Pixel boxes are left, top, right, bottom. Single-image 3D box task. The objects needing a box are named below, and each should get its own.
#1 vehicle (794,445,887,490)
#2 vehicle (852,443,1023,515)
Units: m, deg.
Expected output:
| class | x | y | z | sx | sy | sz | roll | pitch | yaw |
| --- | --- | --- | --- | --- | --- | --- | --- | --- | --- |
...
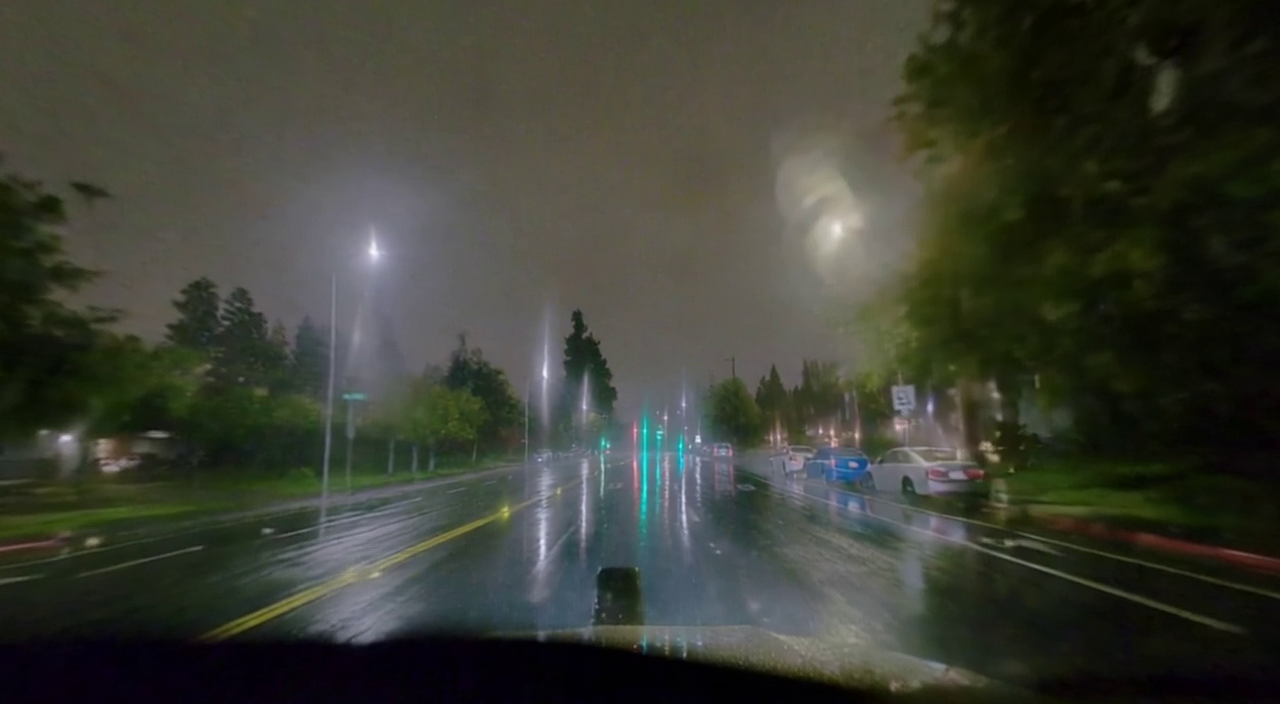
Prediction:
| class | x | y | z | sx | sy | sz | roll | pitch | yaw |
| --- | --- | --- | --- | --- | --- | --- | --- | --- | --- |
| vehicle | 7.199 | 4.162 | 23.236 | 2.001 | 1.454 | 4.494 | 0 | -8 | 1 |
| vehicle | 6.989 | 3.000 | 15.536 | 1.940 | 1.481 | 4.650 | 0 | -8 | 0 |
